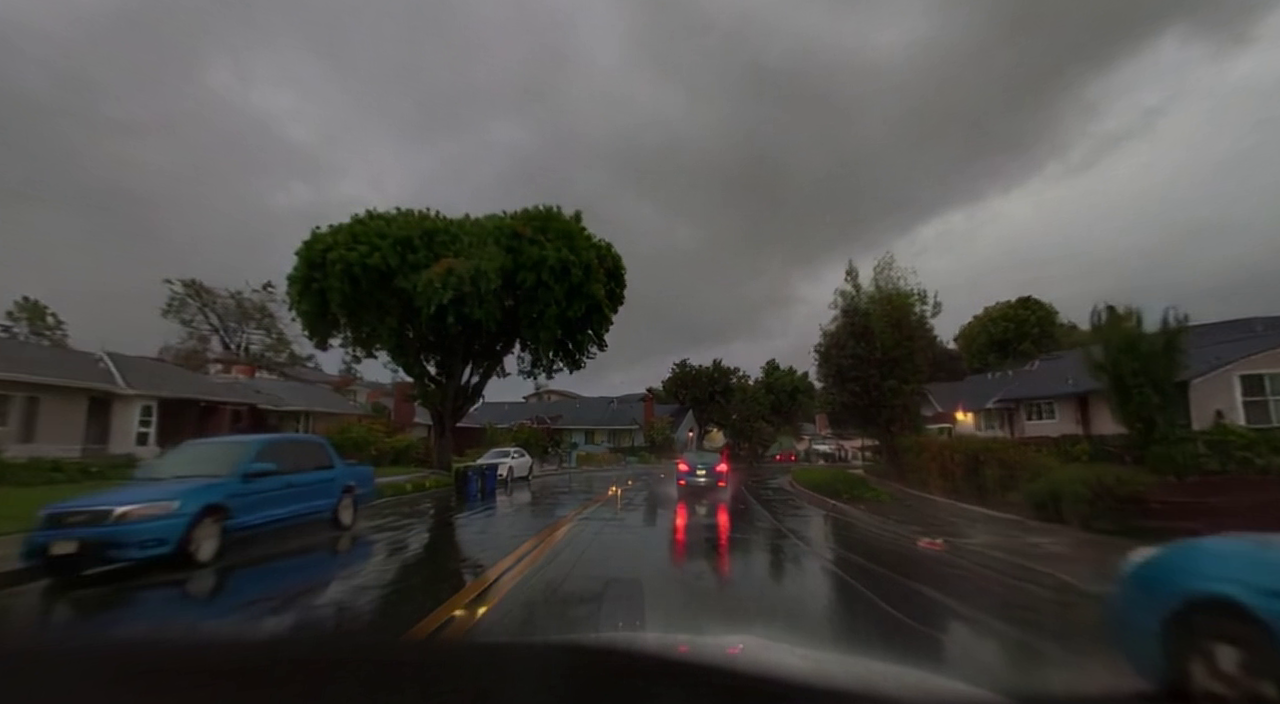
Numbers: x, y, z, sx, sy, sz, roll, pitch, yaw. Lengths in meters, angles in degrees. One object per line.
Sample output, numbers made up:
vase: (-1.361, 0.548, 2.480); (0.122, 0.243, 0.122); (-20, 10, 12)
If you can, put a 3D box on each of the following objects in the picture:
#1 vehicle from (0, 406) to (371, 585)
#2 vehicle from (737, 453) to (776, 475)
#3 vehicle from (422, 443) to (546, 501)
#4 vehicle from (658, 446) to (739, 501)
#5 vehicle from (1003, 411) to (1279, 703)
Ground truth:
vehicle: (-6.142, 1.969, 9.398); (2.235, 1.851, 4.662); (-3, -9, 0)
vehicle: (8.196, 7.914, 44.812); (2.089, 1.462, 4.529); (0, -9, 2)
vehicle: (-5.157, 4.048, 21.831); (2.641, 1.747, 4.738); (-2, -8, 7)
vehicle: (1.811, 3.607, 19.278); (2.192, 1.474, 4.192); (-1, -9, 6)
vehicle: (3.506, 0.858, 1.466); (2.429, 1.502, 4.474); (1, -9, -4)
